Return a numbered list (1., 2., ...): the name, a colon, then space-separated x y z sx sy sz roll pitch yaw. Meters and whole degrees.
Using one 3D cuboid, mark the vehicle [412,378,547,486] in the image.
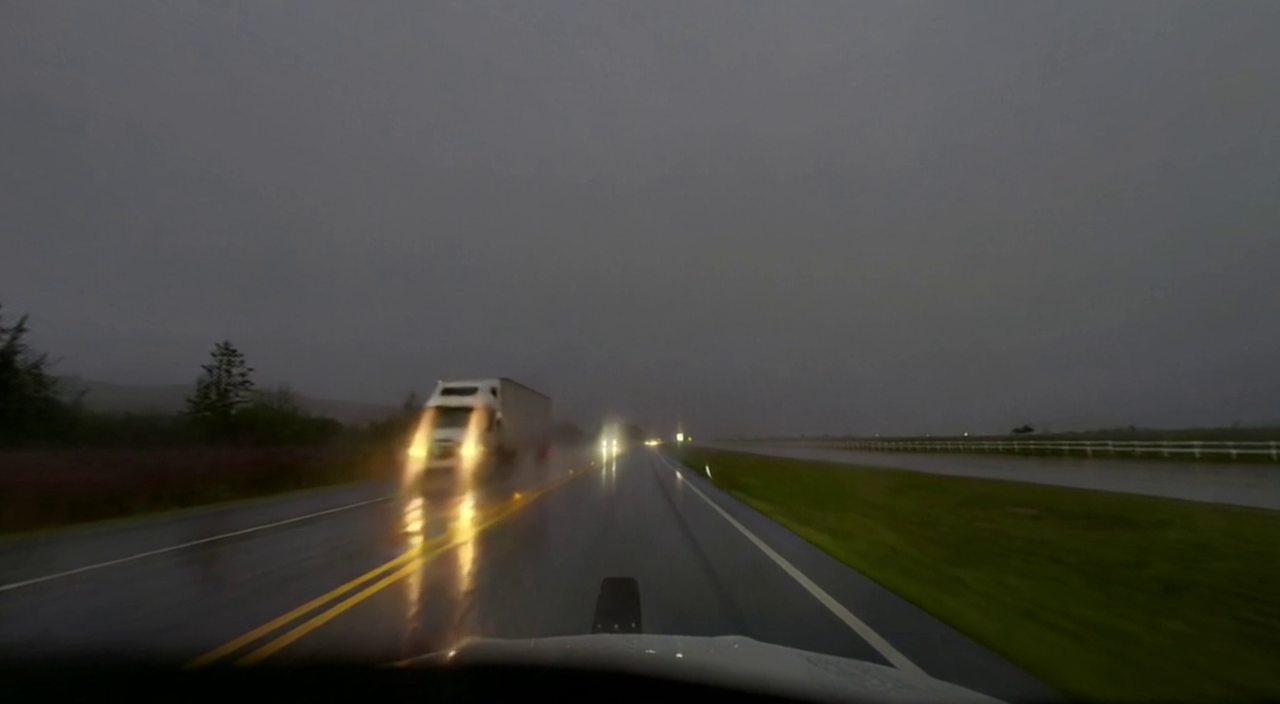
1. vehicle: -5.815 3.216 24.734 2.751 3.436 8.990 -1 -8 1
